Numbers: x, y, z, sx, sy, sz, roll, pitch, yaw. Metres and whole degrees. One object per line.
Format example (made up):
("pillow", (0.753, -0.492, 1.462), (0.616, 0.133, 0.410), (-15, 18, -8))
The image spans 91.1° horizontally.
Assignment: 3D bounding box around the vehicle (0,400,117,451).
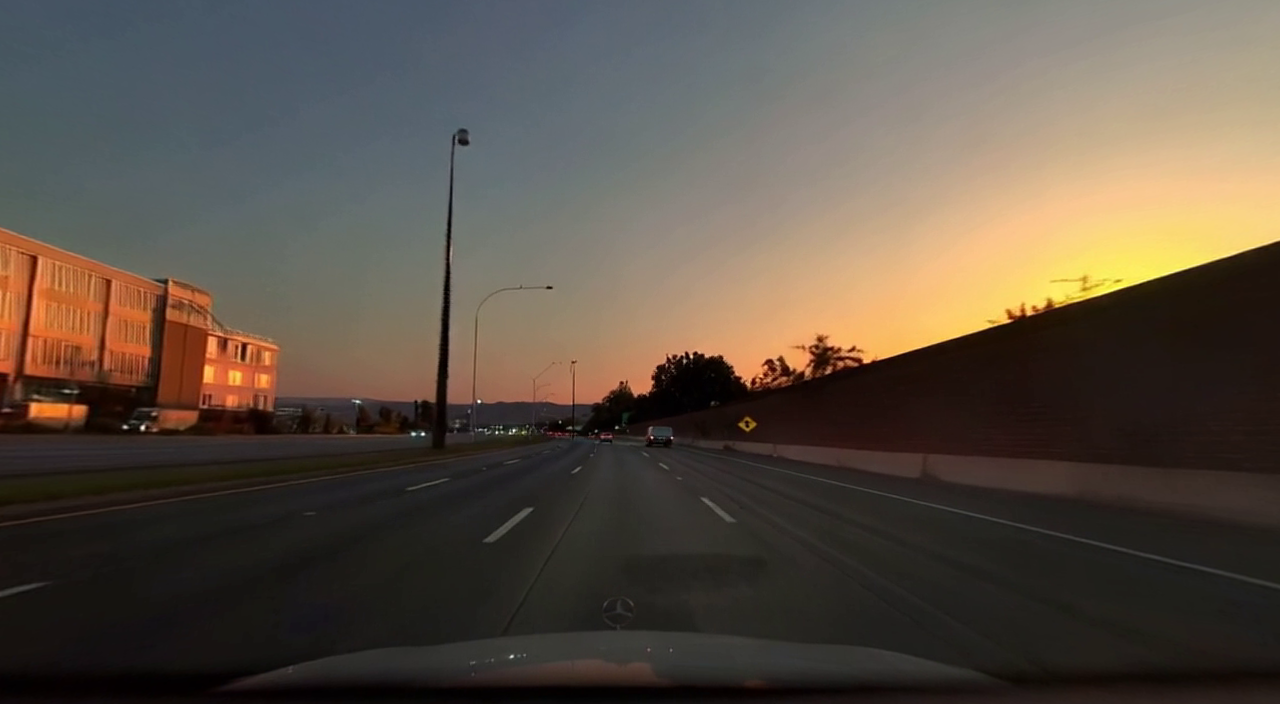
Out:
("vehicle", (-48.207, 5.436, 46.429), (3.104, 3.645, 18.718), (0, -9, 0))
